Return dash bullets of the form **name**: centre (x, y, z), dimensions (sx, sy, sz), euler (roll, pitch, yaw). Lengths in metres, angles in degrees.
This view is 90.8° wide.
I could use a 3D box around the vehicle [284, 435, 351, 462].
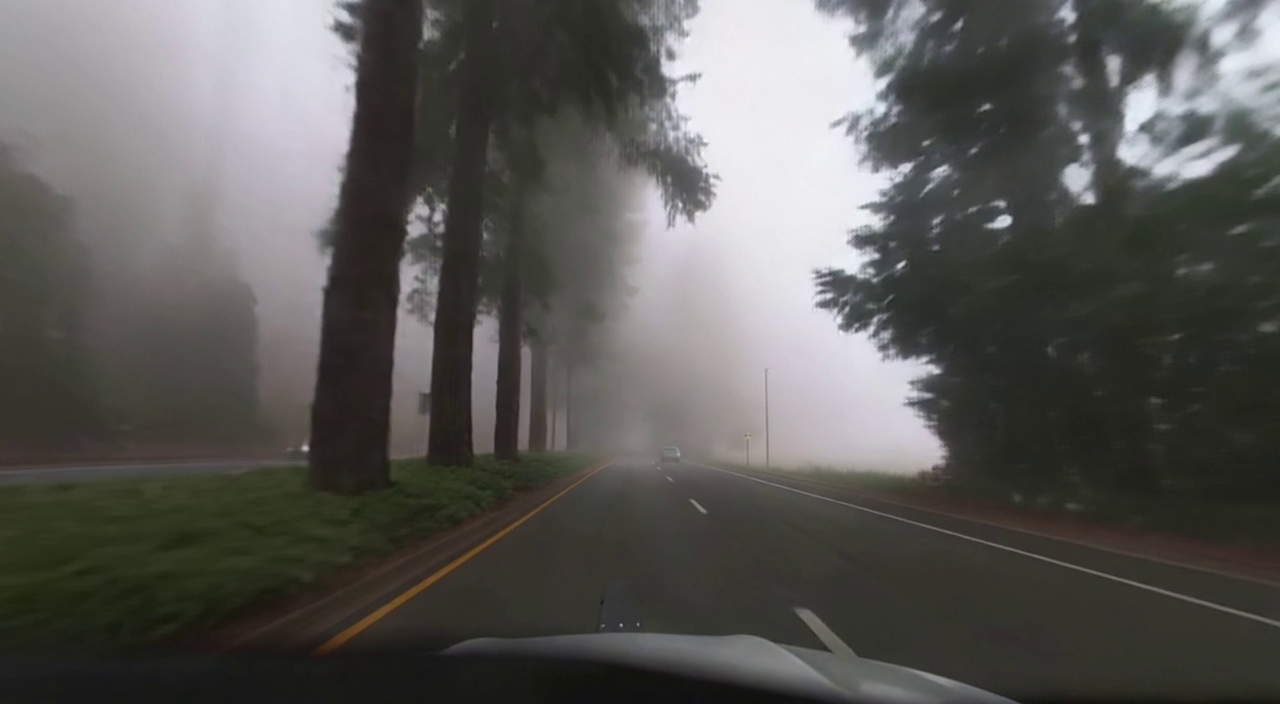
- **vehicle**: centre (-22.332, 6.714, 44.030), dimensions (2.055, 1.776, 4.879), euler (0, -9, 0)
